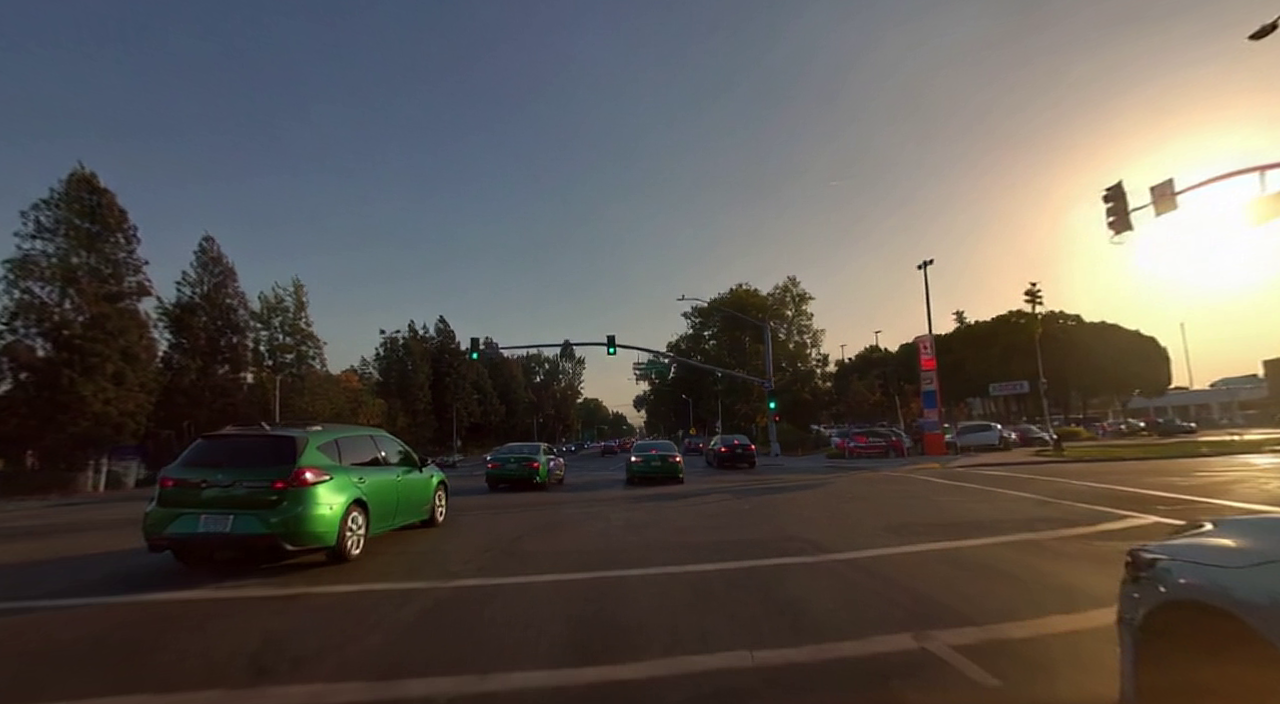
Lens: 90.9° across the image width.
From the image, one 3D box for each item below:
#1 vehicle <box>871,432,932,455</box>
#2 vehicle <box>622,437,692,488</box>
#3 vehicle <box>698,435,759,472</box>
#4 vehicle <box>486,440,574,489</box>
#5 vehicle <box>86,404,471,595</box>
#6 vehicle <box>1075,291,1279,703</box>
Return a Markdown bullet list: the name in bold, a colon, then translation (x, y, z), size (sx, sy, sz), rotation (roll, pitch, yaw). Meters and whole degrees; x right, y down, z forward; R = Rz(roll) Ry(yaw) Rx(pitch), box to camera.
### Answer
- **vehicle**: translation (18.085, 6.399, 43.873), size (2.081, 1.482, 4.860), rotation (0, -8, -1)
- **vehicle**: translation (0.542, 3.435, 19.939), size (1.994, 1.433, 3.894), rotation (0, -8, 2)
- **vehicle**: translation (3.721, 4.377, 27.398), size (1.920, 1.479, 4.548), rotation (0, -8, -1)
- **vehicle**: translation (-3.485, 3.650, 20.888), size (1.995, 1.436, 4.500), rotation (0, -8, 2)
- **vehicle**: translation (-3.885, 1.668, 8.120), size (2.023, 1.687, 4.874), rotation (0, -8, 1)
- **vehicle**: translation (3.273, 0.501, 0.942), size (1.992, 1.805, 4.549), rotation (0, -8, 1)
